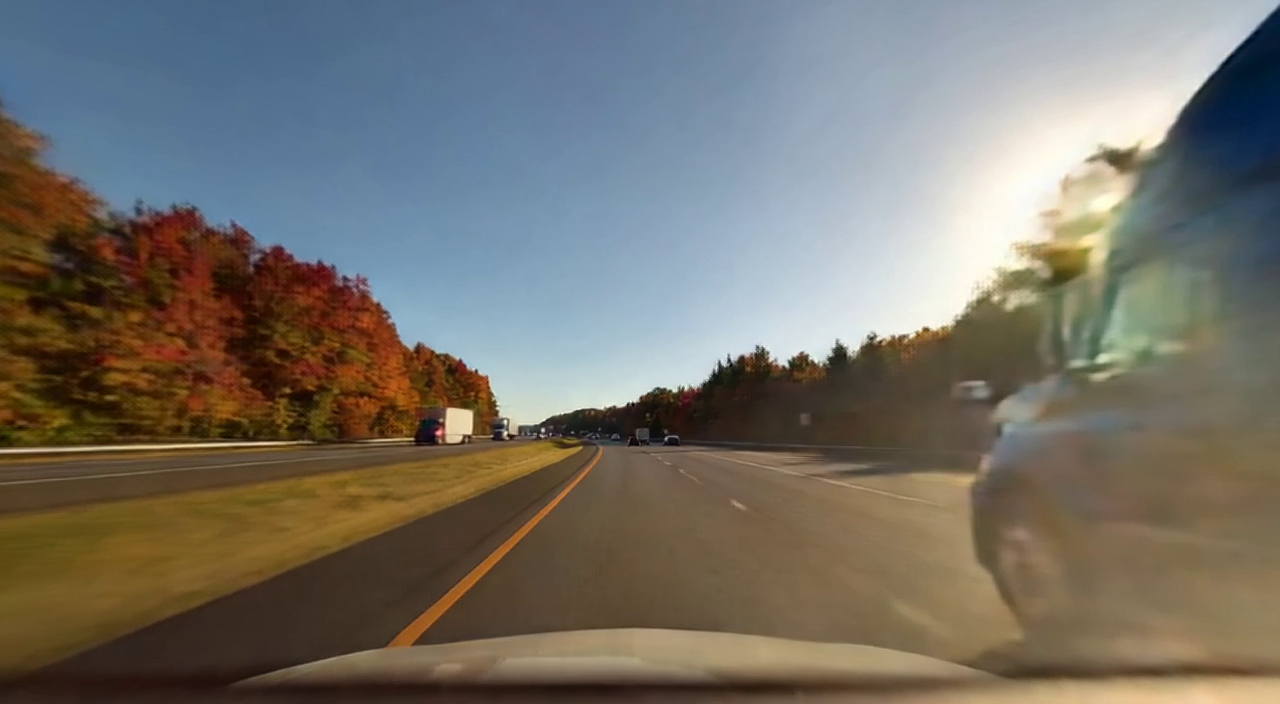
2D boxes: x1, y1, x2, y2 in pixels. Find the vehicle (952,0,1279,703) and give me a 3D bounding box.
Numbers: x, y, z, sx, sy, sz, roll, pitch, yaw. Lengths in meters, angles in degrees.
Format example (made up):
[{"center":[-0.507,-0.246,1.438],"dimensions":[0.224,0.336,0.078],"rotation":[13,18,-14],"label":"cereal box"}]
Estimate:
[{"center":[3.801,-0.542,1.335],"dimensions":[2.985,4.066,6.190],"rotation":[0,-8,0],"label":"vehicle"}]
